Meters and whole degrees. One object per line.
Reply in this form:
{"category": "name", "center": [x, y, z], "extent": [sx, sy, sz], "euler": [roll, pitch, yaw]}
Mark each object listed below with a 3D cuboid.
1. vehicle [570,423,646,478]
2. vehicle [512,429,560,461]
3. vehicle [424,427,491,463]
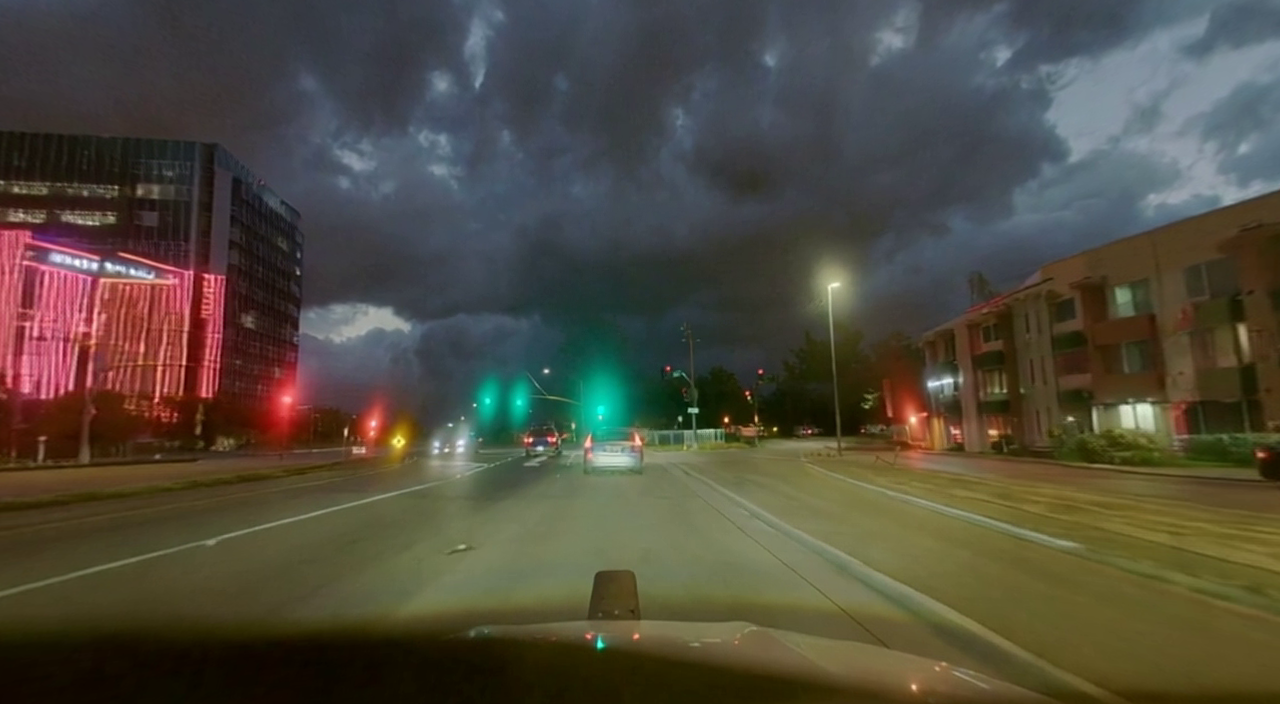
{"category": "vehicle", "center": [-0.939, 3.205, 20.701], "extent": [2.231, 1.572, 4.227], "euler": [0, -8, 0]}
{"category": "vehicle", "center": [-5.029, 4.549, 30.879], "extent": [2.023, 1.485, 3.721], "euler": [1, -8, -5]}
{"category": "vehicle", "center": [-9.172, 4.718, 32.068], "extent": [1.994, 1.717, 4.380], "euler": [0, -8, 2]}
